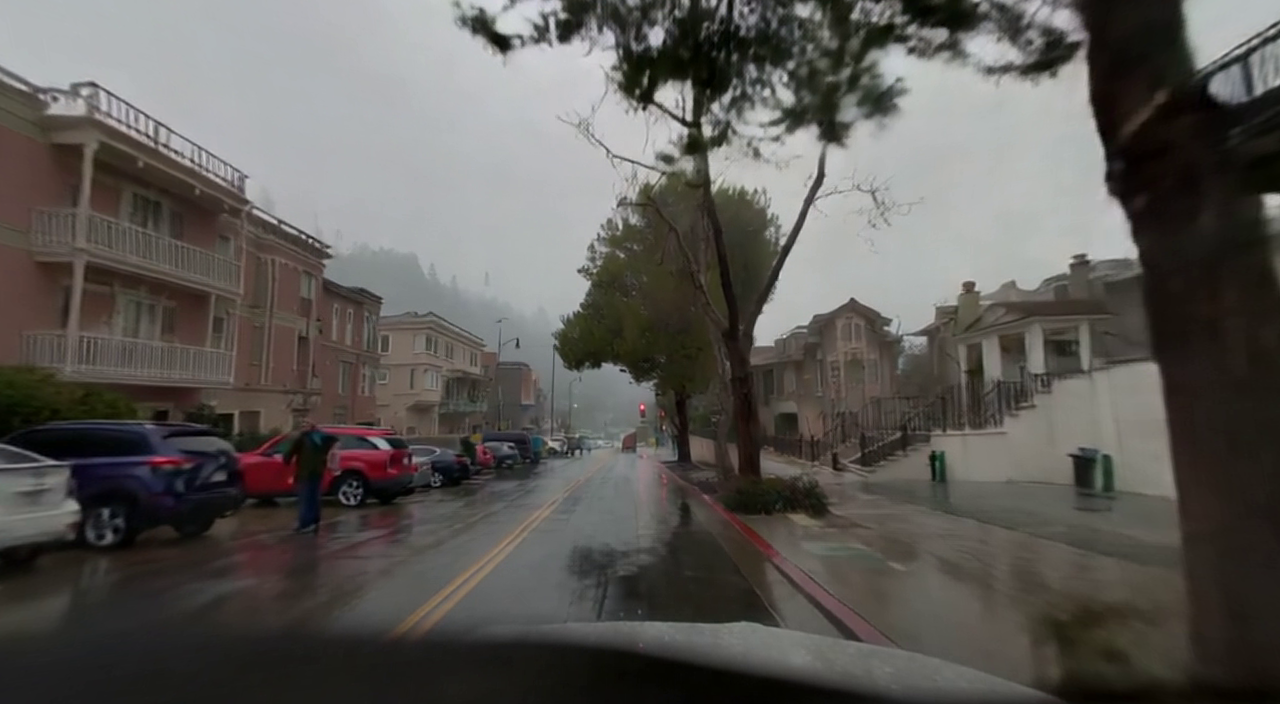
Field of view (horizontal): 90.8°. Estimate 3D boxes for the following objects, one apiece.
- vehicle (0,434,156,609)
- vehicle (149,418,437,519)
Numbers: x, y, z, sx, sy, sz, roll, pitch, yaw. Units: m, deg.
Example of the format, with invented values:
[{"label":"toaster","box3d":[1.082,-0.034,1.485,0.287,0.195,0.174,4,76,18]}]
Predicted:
[{"label":"vehicle","box3d":[-7.690,1.659,6.476,3.908,1.544,1.789,0,-9,-1]},{"label":"vehicle","box3d":[-7.407,2.531,13.951,4.981,1.975,2.296,-1,-9,3]}]
